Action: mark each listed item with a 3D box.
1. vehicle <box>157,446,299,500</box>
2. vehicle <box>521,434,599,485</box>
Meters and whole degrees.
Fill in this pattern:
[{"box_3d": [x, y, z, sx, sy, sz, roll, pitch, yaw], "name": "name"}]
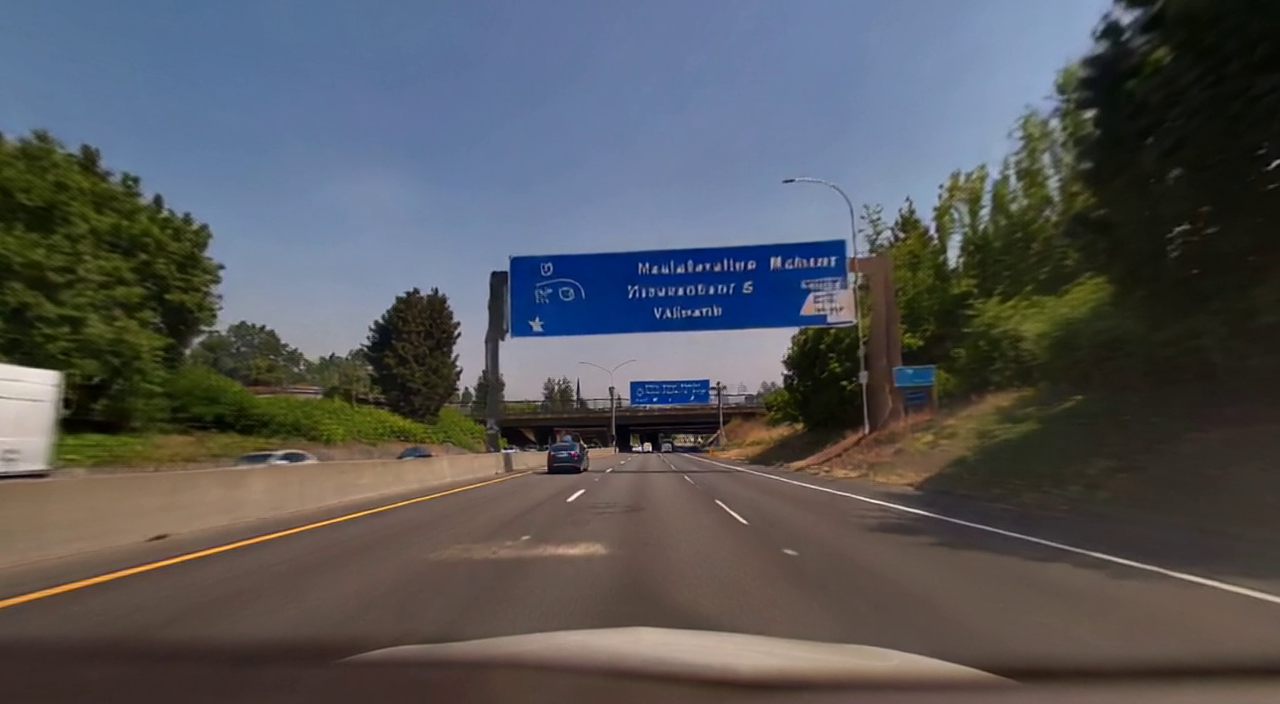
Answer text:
[{"box_3d": [-12.507, 3.667, 19.469, 1.790, 1.479, 3.789, 0, -9, 0], "name": "vehicle"}, {"box_3d": [-2.754, 3.836, 22.712, 2.183, 1.662, 3.968, 0, -9, 1], "name": "vehicle"}]
